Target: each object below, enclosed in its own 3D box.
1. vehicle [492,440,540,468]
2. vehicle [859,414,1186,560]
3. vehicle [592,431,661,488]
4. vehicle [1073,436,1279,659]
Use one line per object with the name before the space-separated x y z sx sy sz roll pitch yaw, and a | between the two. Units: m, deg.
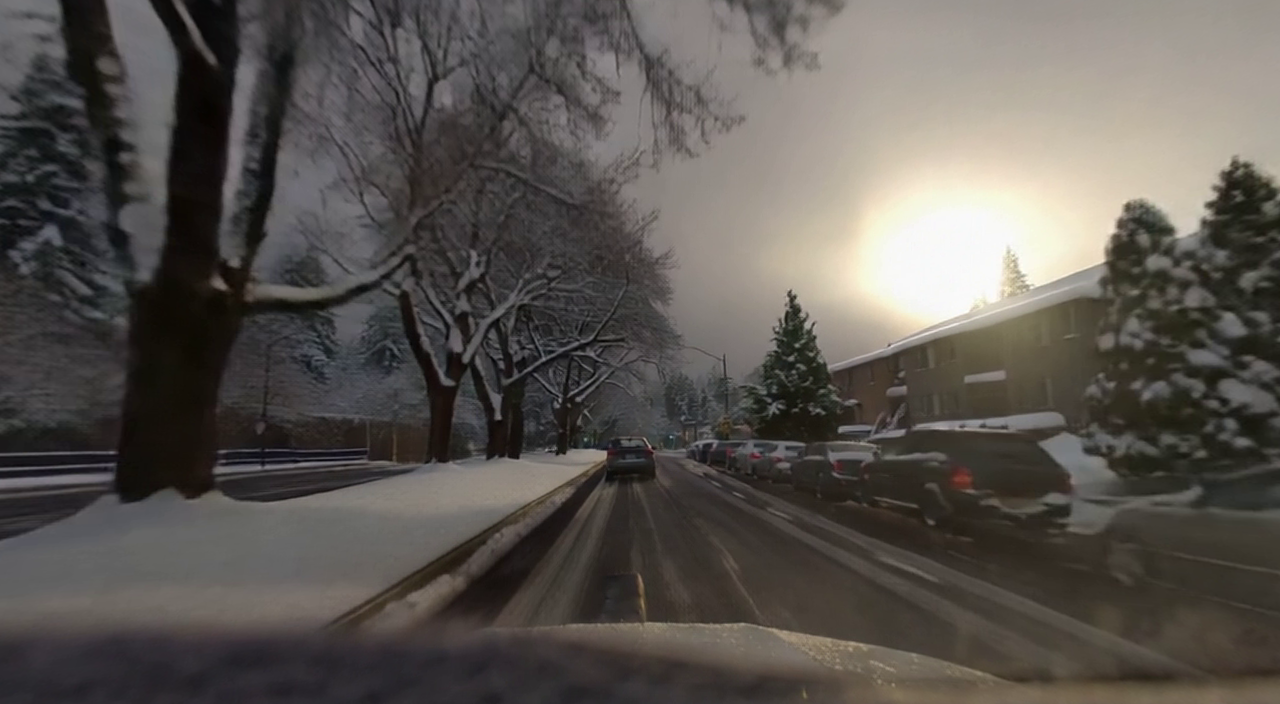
vehicle | -7.077 5.872 36.566 2.105 1.474 4.808 0 -8 -4
vehicle | 5.682 2.064 10.475 2.233 1.811 4.922 0 -8 -1
vehicle | -0.450 3.516 21.008 2.070 1.698 3.925 0 -8 -1
vehicle | 5.362 1.316 4.203 2.005 1.499 4.108 0 -8 0
